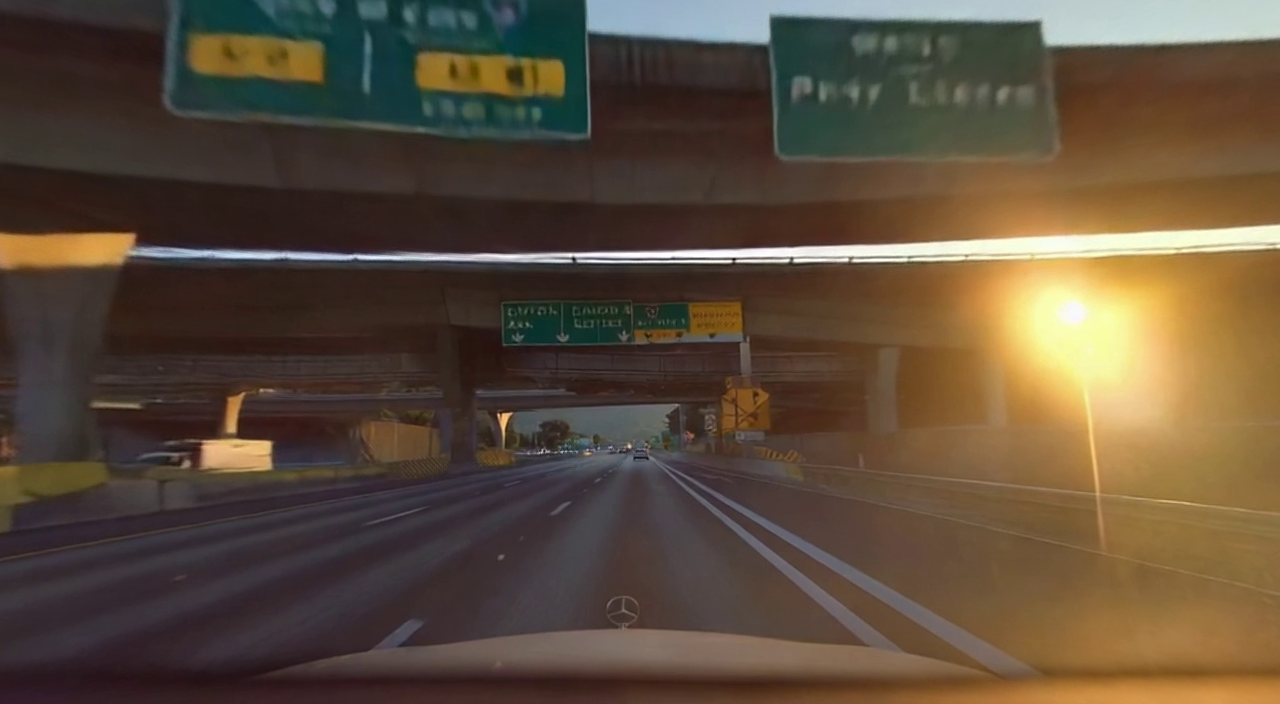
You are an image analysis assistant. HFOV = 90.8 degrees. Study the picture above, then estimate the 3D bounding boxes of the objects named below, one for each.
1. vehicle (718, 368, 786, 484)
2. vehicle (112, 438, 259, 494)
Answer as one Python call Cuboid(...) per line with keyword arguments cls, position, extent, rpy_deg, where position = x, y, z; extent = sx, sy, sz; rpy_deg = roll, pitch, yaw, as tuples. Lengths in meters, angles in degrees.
Cuboid(cls="vehicle", position=(4.109, 2.859, 23.857), extent=(1.697, 3.935, 4.195), rpy_deg=(-2, -9, 1))
Cuboid(cls="vehicle", position=(-22.754, 5.700, 32.133), extent=(2.341, 2.516, 6.817), rpy_deg=(0, -9, 0))
